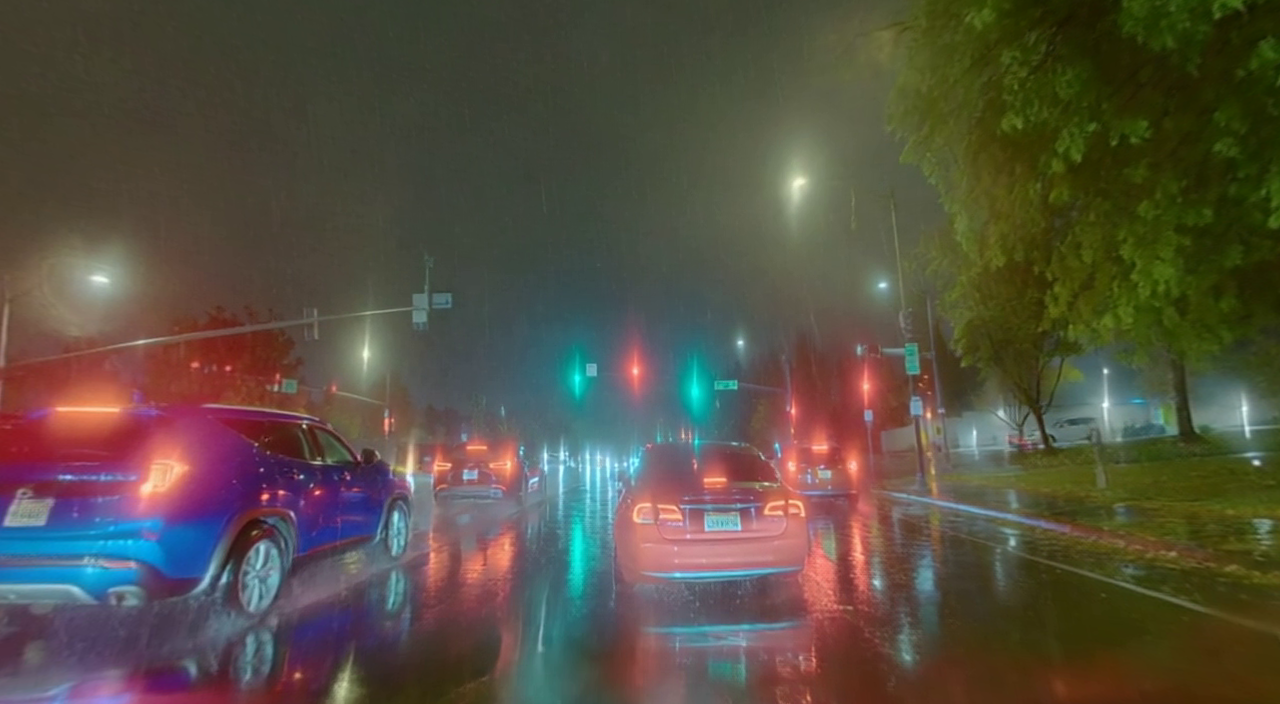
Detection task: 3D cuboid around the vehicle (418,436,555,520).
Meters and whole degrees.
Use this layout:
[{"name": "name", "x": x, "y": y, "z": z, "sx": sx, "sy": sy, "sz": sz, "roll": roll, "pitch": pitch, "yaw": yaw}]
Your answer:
[{"name": "vehicle", "x": -3.071, "y": 2.598, "z": 13.489, "sx": 1.868, "sy": 1.516, "sz": 4.114, "roll": 0, "pitch": -8, "yaw": 1}]

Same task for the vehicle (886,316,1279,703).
[{"name": "vehicle", "x": 3.045, "y": 0.913, "z": 3.047, "sx": 1.880, "sy": 1.747, "sz": 4.500, "roll": 0, "pitch": -8, "yaw": 0}]

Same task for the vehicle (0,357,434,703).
[{"name": "vehicle", "x": -3.448, "y": 1.217, "z": 5.263, "sx": 1.889, "sy": 1.767, "sz": 4.289, "roll": 0, "pitch": -8, "yaw": 1}]

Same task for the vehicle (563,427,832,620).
[{"name": "vehicle", "x": 0.435, "y": 1.609, "z": 6.836, "sx": 2.051, "sy": 1.460, "sz": 3.932, "roll": 0, "pitch": -8, "yaw": 0}]
